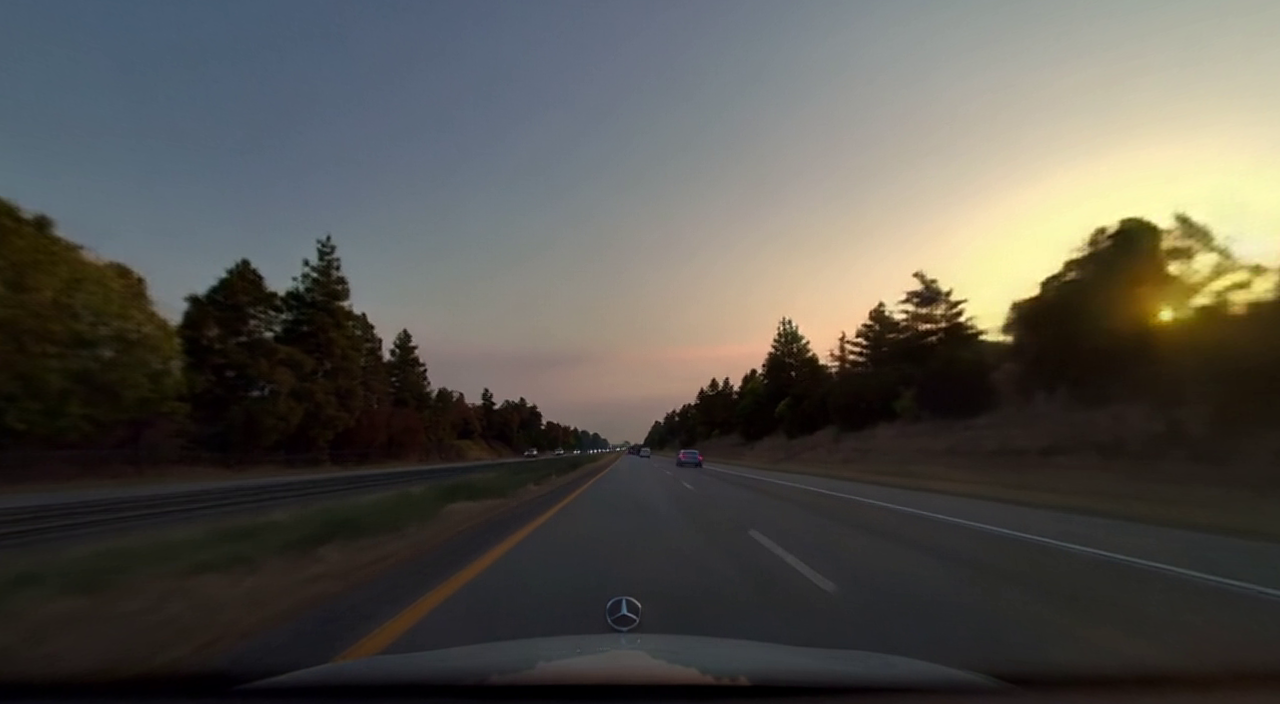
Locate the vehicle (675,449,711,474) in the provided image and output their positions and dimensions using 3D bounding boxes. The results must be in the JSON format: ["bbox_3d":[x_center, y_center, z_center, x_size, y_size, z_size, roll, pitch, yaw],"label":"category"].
[{"bbox_3d":[3.369,7.083,41.007,1.870,1.486,3.858,0,-9,-2],"label":"vehicle"}]
